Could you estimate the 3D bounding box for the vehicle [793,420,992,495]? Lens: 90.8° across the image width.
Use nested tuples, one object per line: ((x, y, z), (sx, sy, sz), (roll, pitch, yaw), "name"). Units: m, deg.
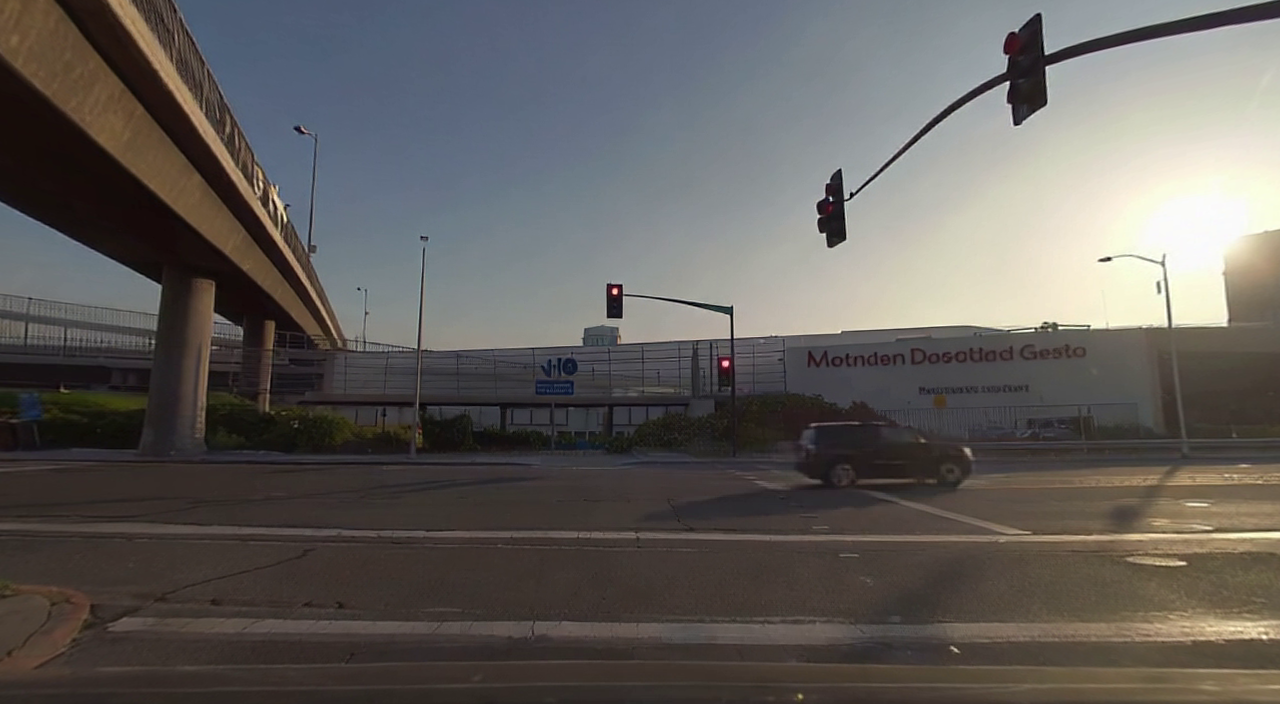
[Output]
((5.846, 2.478, 14.983), (3.897, 1.637, 1.832), (0, -9, -3), "vehicle")
